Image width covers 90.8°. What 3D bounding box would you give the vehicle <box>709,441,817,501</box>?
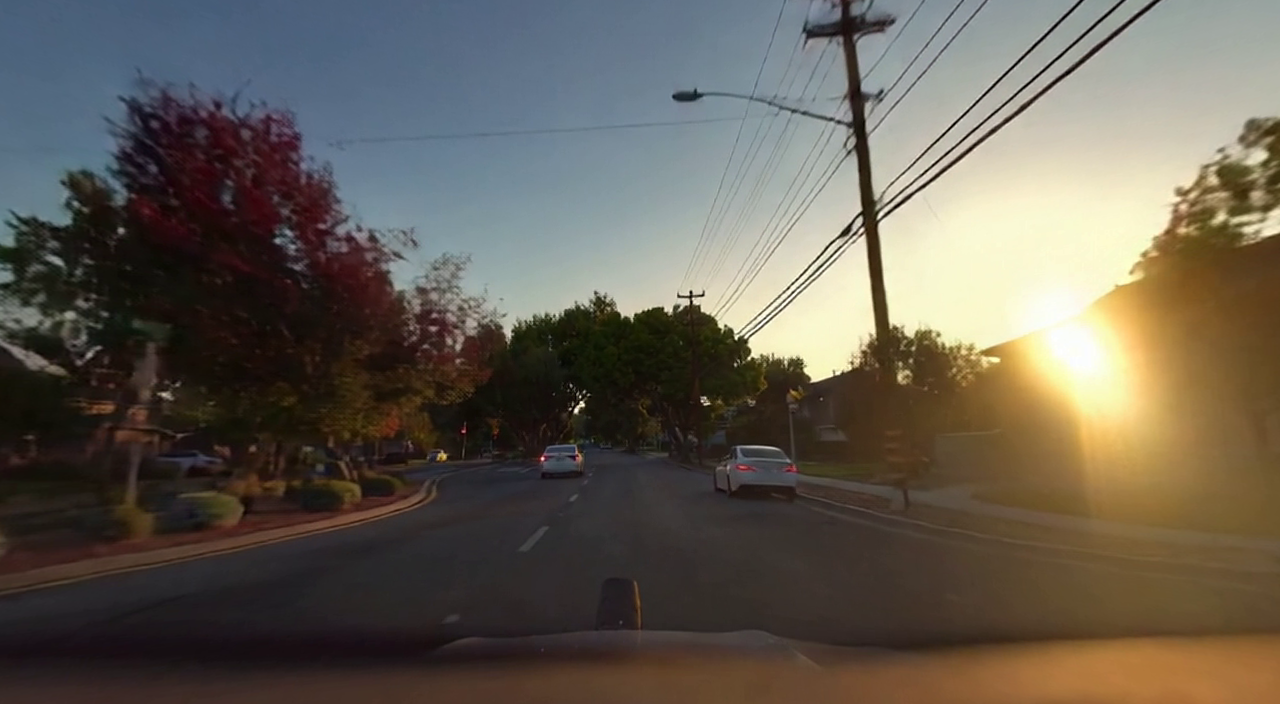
[{"bbox_3d":[3.284,3.270,17.867,2.074,1.450,4.621,0,-8,-1],"label":"vehicle"}]

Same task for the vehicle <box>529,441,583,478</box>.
[{"bbox_3d":[-3.674,4.805,28.540,2.041,1.471,4.602,0,-8,-3],"label":"vehicle"}]

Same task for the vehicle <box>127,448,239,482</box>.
[{"bbox_3d":[-26.028,6.430,36.155,4.661,1.800,2.045,2,-9,-12],"label":"vehicle"}]
